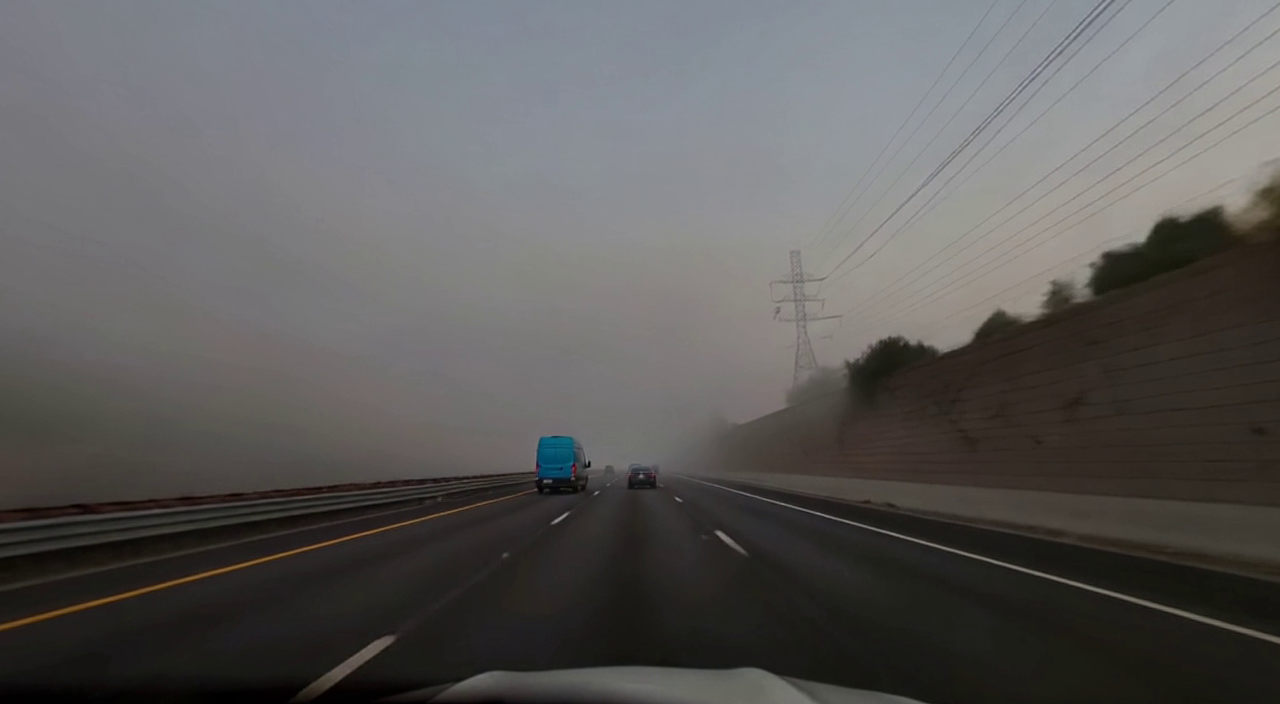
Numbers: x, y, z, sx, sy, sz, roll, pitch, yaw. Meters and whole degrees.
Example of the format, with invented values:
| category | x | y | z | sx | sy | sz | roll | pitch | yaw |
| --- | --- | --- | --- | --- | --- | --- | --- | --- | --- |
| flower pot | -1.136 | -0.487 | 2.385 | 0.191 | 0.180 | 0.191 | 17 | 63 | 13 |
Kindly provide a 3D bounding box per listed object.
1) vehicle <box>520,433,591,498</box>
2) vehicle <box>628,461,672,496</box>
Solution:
| category | x | y | z | sx | sy | sz | roll | pitch | yaw |
| --- | --- | --- | --- | --- | --- | --- | --- | --- | --- |
| vehicle | -3.782 | 5.342 | 29.601 | 2.394 | 2.609 | 6.875 | 1 | -11 | 0 |
| vehicle | 0.461 | 6.248 | 31.242 | 2.006 | 1.554 | 3.863 | 1 | -11 | 0 |
